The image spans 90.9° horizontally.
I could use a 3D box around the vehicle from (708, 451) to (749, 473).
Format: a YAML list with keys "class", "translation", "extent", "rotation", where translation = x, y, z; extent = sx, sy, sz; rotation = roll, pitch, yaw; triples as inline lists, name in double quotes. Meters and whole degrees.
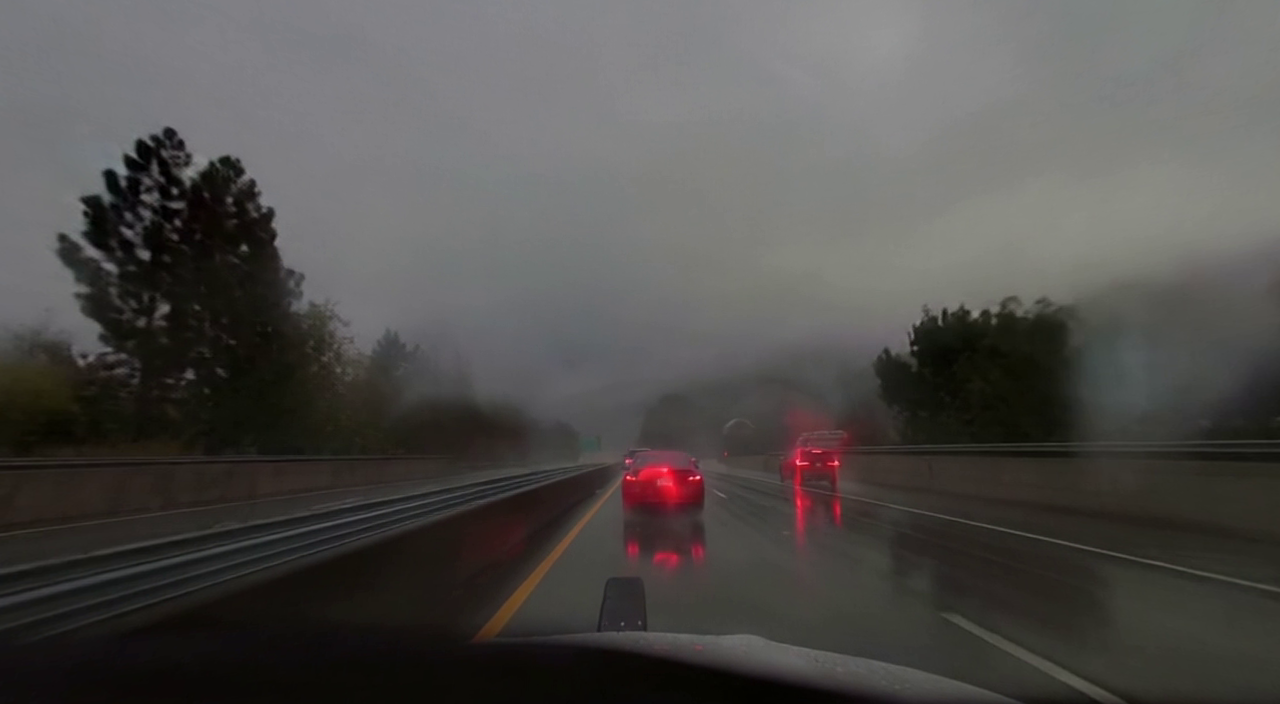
- class: "vehicle"
  translation: [6.017, 7.548, 43.391]
  extent: [2.015, 1.454, 4.324]
  rotation: [0, -9, -2]

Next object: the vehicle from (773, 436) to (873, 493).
- class: "vehicle"
  translation: [6.449, 4.028, 22.837]
  extent: [2.177, 1.827, 4.565]
  rotation: [0, -9, -1]

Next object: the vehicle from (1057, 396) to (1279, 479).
- class: "vehicle"
  translation: [31.689, 5.249, 37.472]
  extent: [2.822, 3.996, 14.073]
  rotation: [1, -9, -7]

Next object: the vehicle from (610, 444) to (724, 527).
- class: "vehicle"
  translation: [0.476, 2.737, 13.449]
  extent: [2.076, 1.485, 3.774]
  rotation: [0, -9, 0]

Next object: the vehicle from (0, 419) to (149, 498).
- class: "vehicle"
  translation: [-33.395, 6.174, 36.871]
  extent: [2.902, 3.981, 7.819]
  rotation: [-3, -8, 0]
